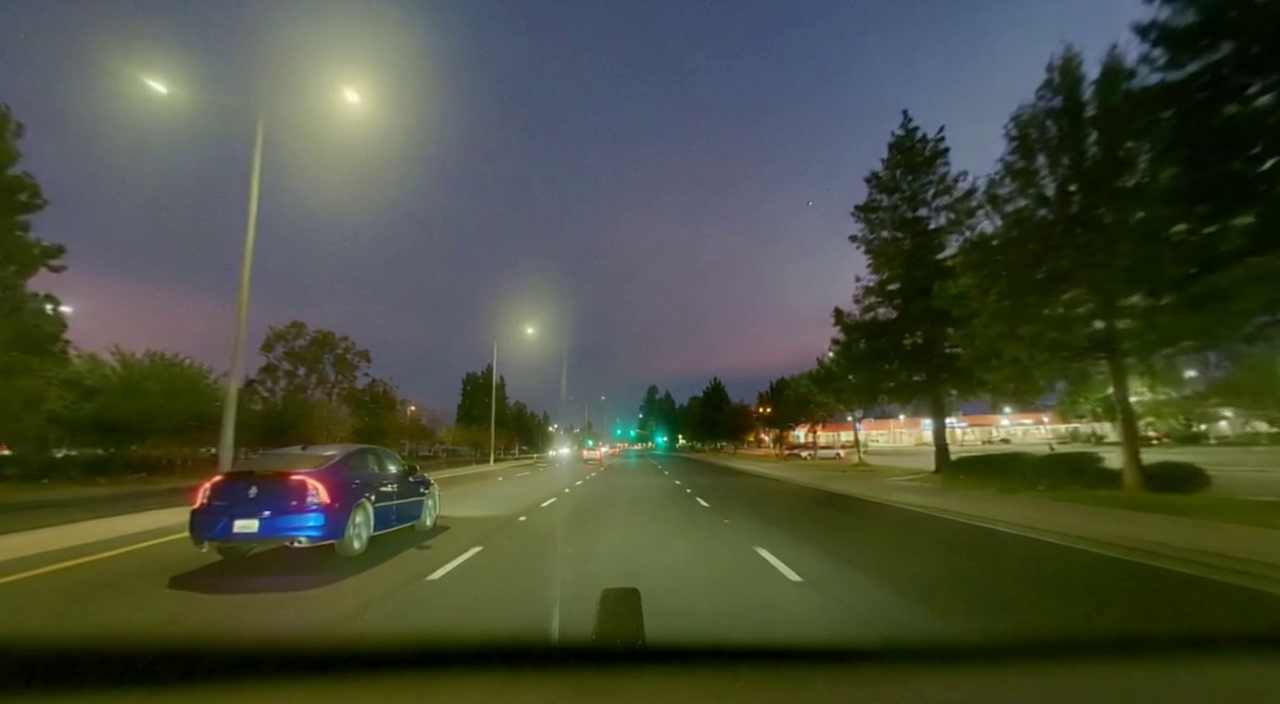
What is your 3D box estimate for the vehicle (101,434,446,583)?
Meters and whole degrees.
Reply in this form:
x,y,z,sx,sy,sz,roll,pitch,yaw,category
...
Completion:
x,y,z,sx,sy,sz,roll,pitch,yaw,category
-4.320,1.885,8.536,2.003,1.454,4.484,0,-8,-1,vehicle
